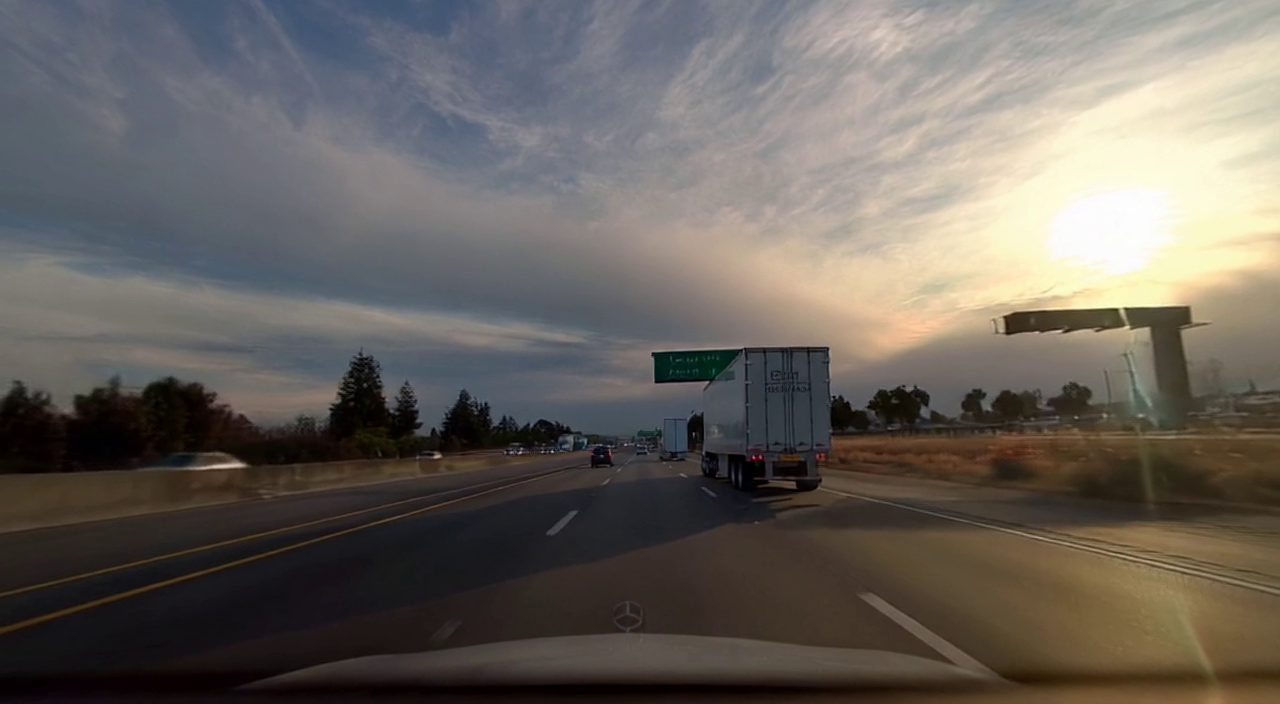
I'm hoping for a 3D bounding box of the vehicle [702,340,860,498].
[{"bbox_3d":[4.489,2.865,24.149,2.826,4.269,14.176,0,-9,0],"label":"vehicle"}]

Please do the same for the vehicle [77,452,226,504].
[{"bbox_3d":[-14.964,3.836,19.589,1.662,1.445,3.601,0,-9,1],"label":"vehicle"}]

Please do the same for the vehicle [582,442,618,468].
[{"bbox_3d":[-2.887,7.634,46.805,2.291,1.788,4.825,0,-9,1],"label":"vehicle"}]

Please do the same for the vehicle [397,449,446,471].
[{"bbox_3d":[-15.928,7.869,46.122,2.007,1.478,4.208,0,-9,1],"label":"vehicle"}]
